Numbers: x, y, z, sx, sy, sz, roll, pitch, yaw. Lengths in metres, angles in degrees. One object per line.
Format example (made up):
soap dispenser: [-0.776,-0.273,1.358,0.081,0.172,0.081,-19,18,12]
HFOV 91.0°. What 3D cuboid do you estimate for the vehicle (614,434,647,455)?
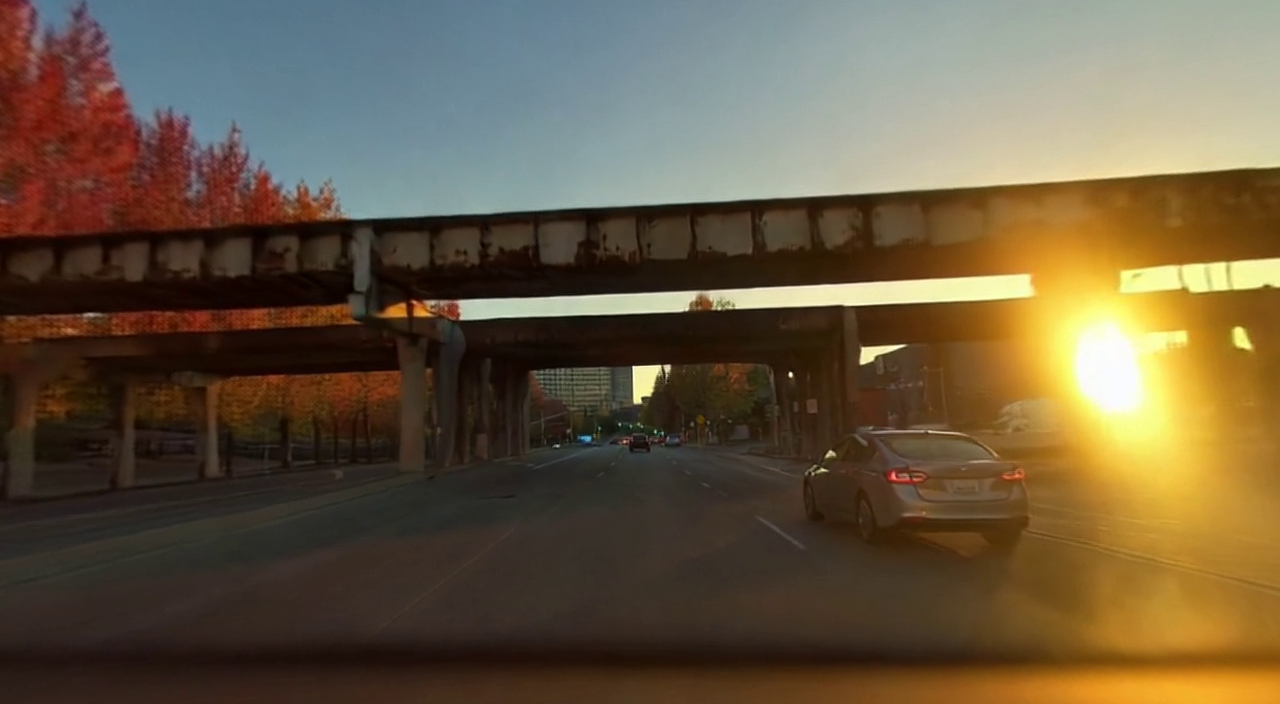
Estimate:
vehicle: [-0.738,6.875,46.711,2.055,1.484,4.143,1,-9,-6]

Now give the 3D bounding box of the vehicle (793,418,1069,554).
vehicle: [3.917,1.887,9.560,2.063,1.542,4.420,0,-9,0]
